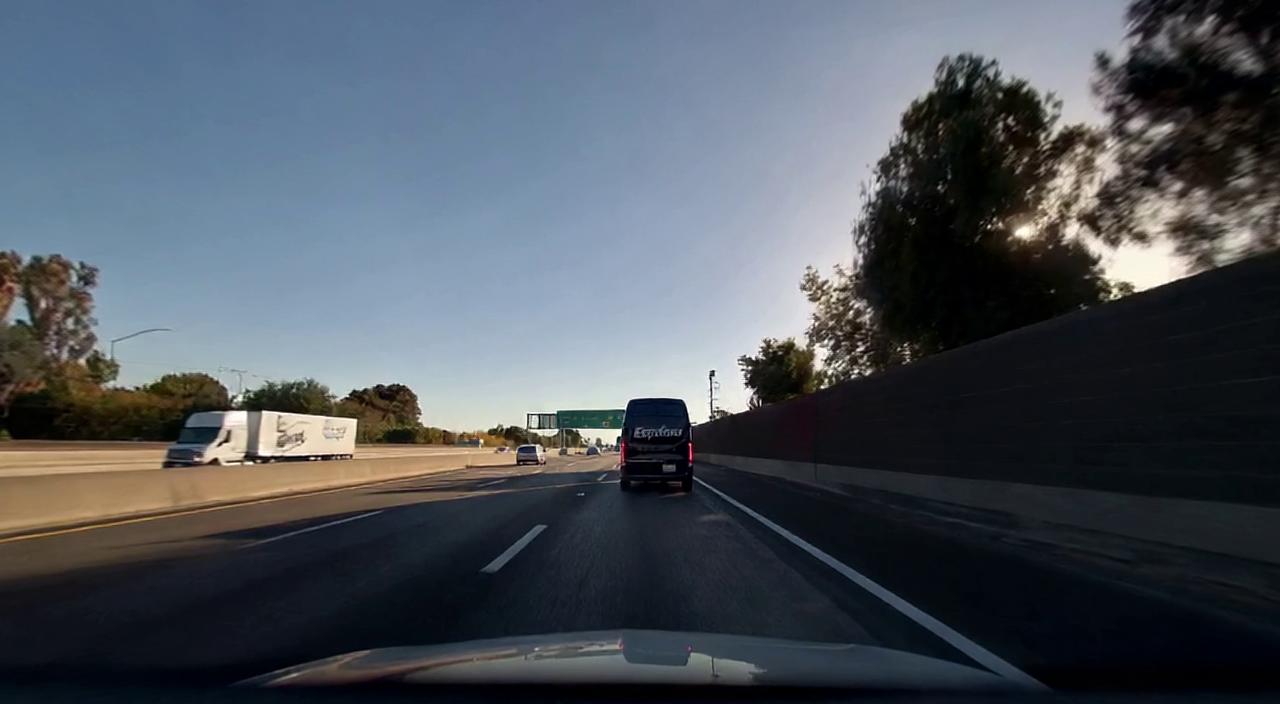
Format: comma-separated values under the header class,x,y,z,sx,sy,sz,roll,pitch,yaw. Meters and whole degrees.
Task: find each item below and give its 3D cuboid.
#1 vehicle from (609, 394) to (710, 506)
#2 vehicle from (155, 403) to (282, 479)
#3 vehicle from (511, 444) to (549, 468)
class,x,y,z,sx,sy,sz,roll,pitch,yaw
vehicle,0.367,2.657,17.304,2.332,2.558,5.314,0,-9,-2
vehicle,-23.814,5.116,36.109,2.949,3.955,5.920,0,-9,1
vehicle,-7.382,7.007,42.526,1.829,1.518,3.776,0,-9,0
